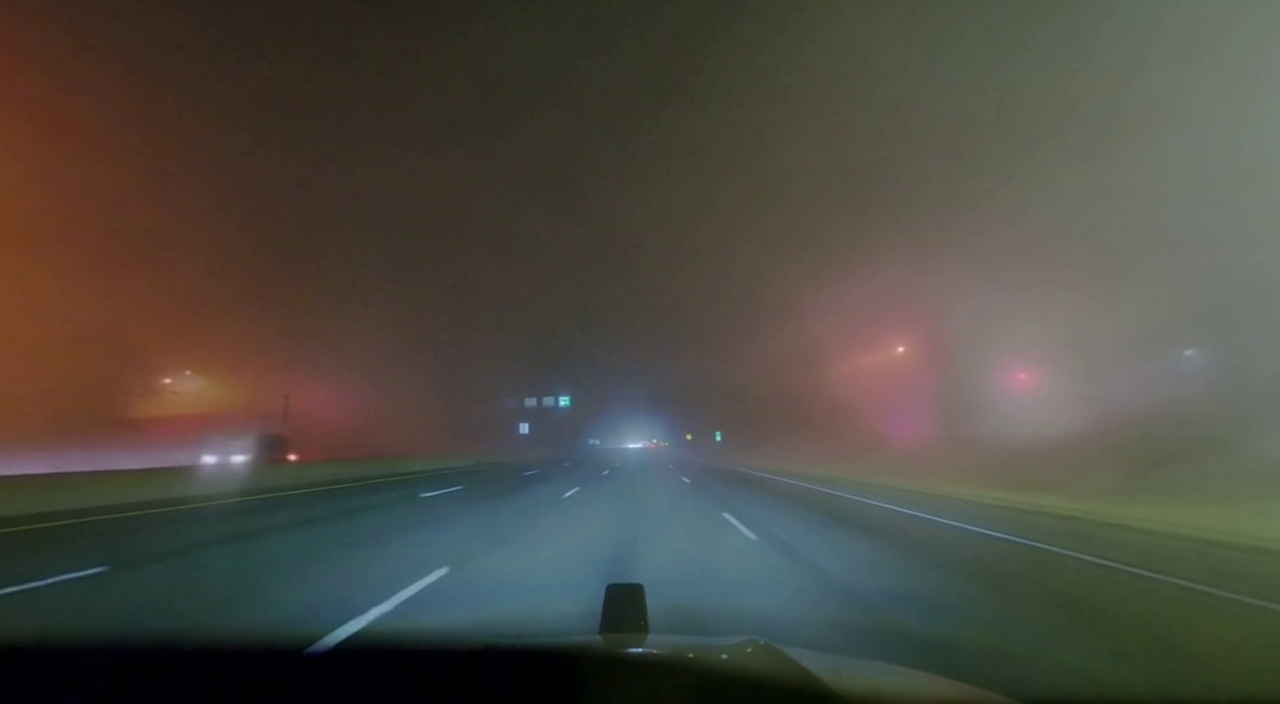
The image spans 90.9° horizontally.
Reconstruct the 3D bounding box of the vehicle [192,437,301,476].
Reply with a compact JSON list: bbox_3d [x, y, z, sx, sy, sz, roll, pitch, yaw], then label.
[{"bbox_3d":[-20.710,5.508,33.541,2.149,1.914,5.502,0,-8,1],"label":"vehicle"}]
